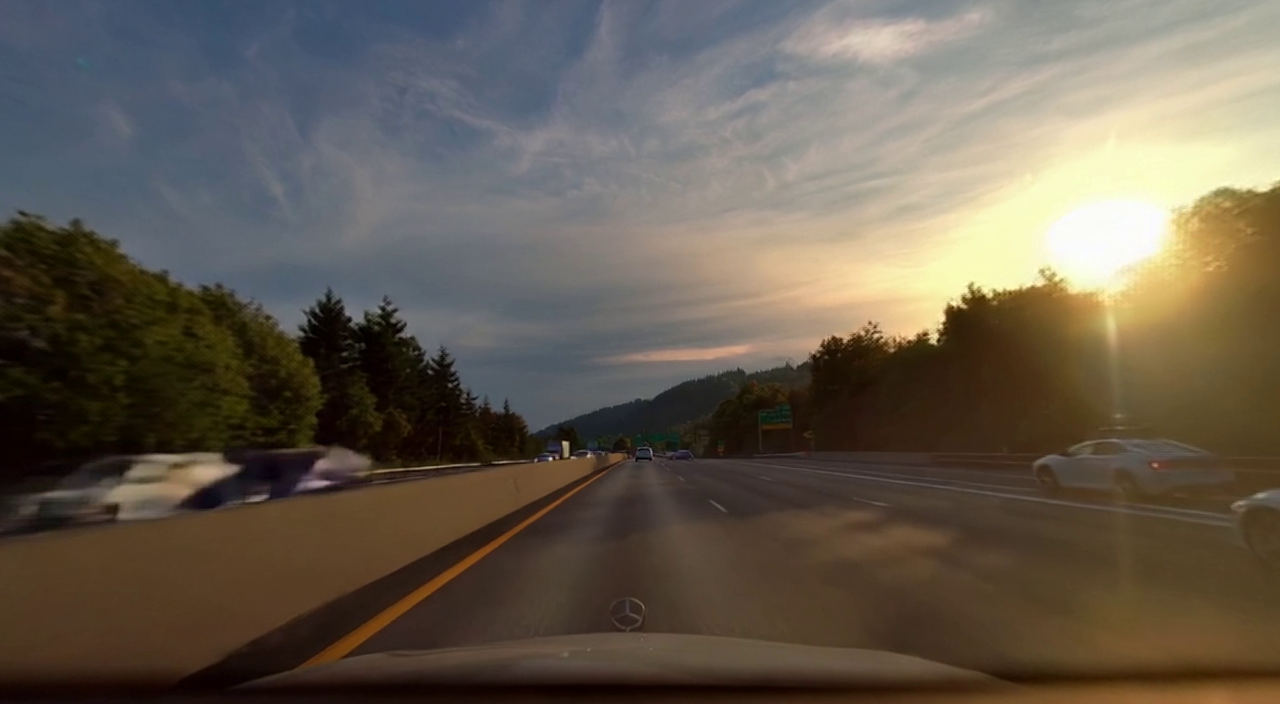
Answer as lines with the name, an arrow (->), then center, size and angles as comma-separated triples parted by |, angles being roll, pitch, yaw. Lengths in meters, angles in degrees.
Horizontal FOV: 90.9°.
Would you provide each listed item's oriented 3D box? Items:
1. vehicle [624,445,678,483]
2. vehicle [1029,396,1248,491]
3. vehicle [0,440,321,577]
vehicle -> 0.457, 4.920, 27.957 | 2.177, 1.520, 4.278 | 0, -9, 0
vehicle -> 14.505, 2.768, 18.932 | 2.115, 2.446, 5.323 | 0, -9, 0
vehicle -> -7.020, 2.231, 9.766 | 1.962, 1.631, 4.070 | 0, -9, 0
